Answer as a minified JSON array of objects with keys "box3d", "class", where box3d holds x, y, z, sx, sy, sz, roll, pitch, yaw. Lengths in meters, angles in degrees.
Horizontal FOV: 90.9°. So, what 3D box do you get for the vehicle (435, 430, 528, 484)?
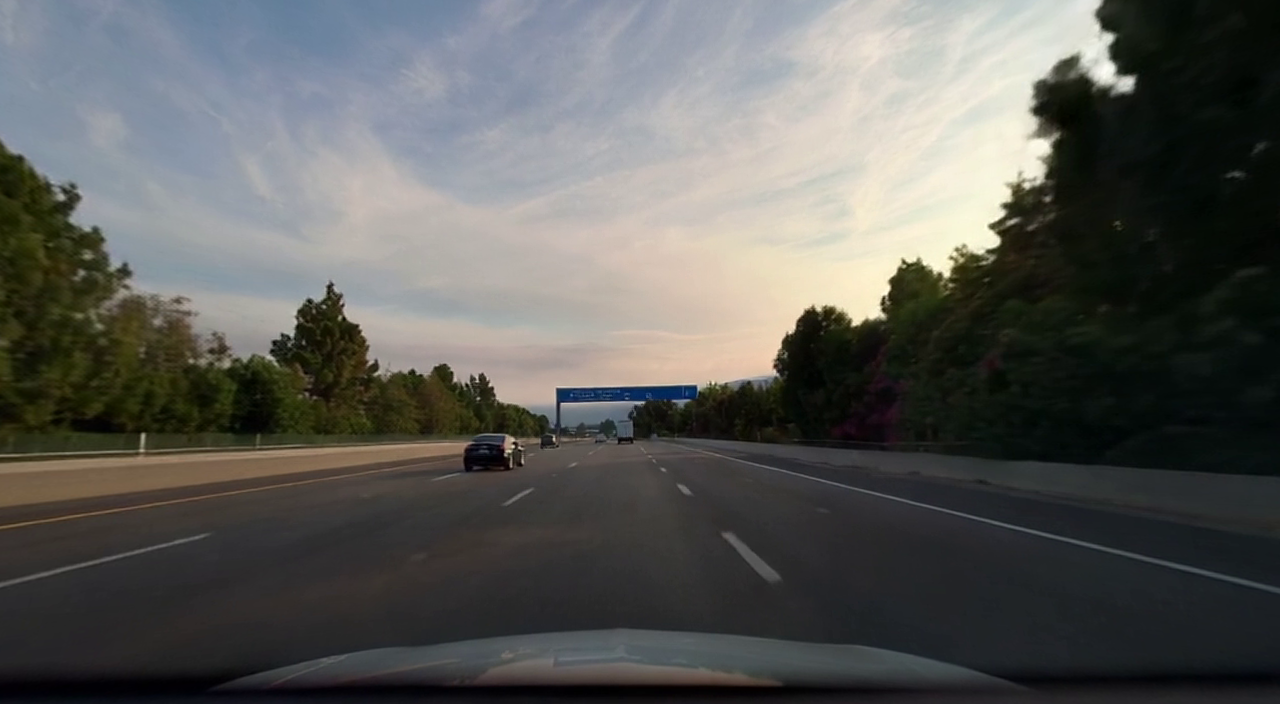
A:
[{"box3d":[-4.739,3.163,19.385,1.912,1.495,3.703,0,-7,-1],"class":"vehicle"}]
